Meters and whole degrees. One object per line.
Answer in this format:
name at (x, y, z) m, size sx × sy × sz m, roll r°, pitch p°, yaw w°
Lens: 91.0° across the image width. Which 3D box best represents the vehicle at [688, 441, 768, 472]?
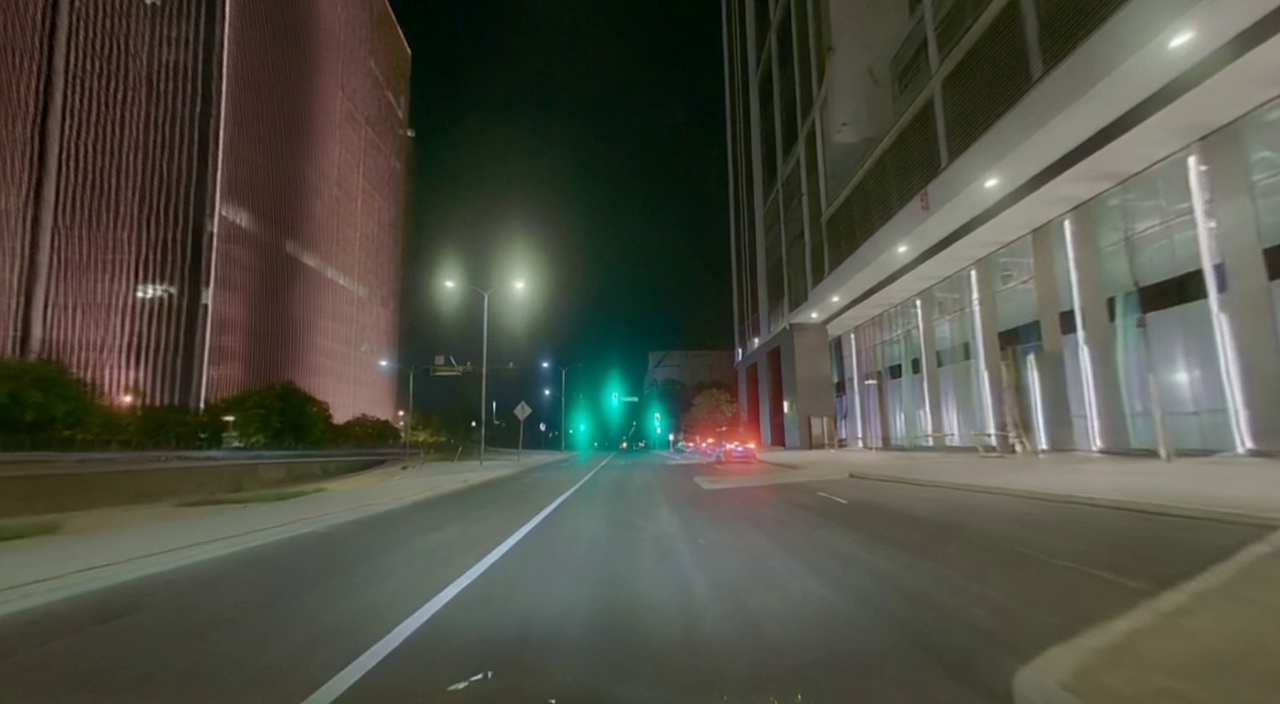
vehicle at (4.642, 5.457, 33.154) m, size 3.844 × 1.524 × 1.847 m, roll 5°, pitch -10°, yaw -31°
